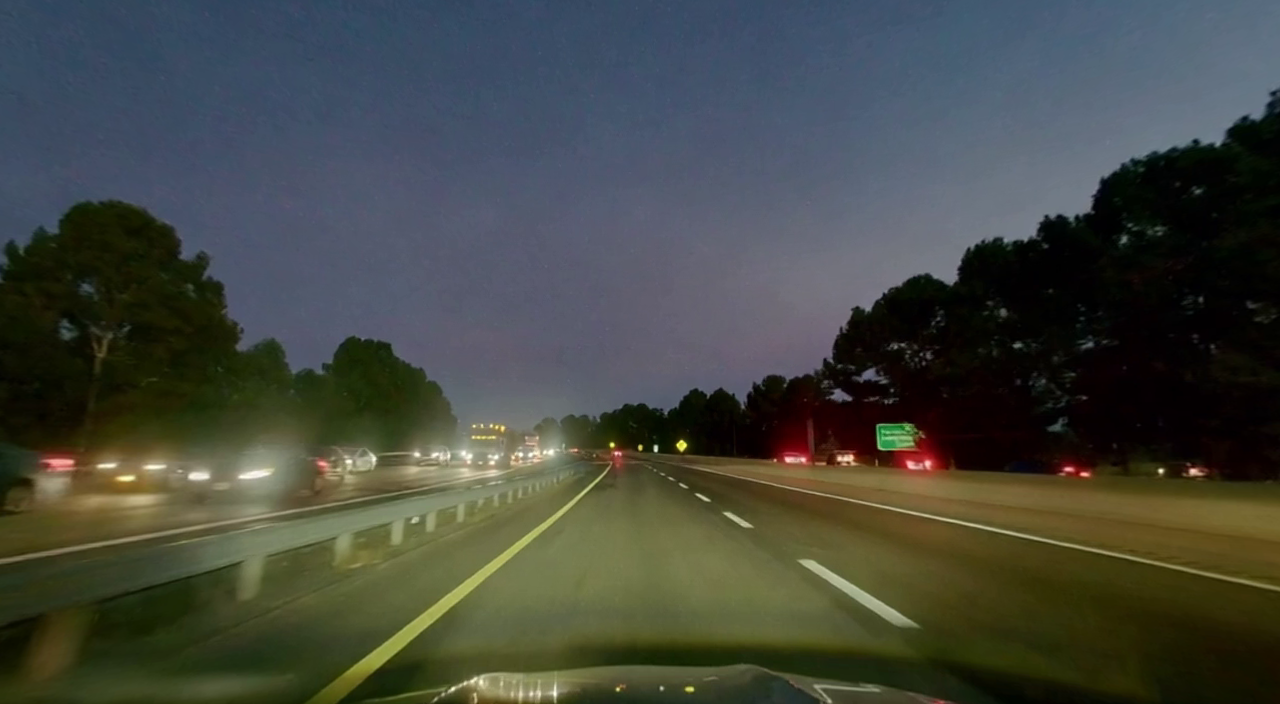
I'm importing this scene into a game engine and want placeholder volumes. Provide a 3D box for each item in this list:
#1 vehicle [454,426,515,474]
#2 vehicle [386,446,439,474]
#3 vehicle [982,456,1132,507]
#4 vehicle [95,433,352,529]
[{"bbox_3d":[-9.280,5.955,38.121,2.356,2.637,6.975,0,-9,-4],"label":"vehicle"},{"bbox_3d":[-14.280,6.775,39.583,1.947,1.647,4.183,0,-9,-3],"label":"vehicle"},{"bbox_3d":[14.270,4.411,21.832,1.941,1.536,4.585,0,-9,-2],"label":"vehicle"},{"bbox_3d":[-7.778,2.438,12.419,2.032,1.521,4.518,0,-9,-1],"label":"vehicle"}]
